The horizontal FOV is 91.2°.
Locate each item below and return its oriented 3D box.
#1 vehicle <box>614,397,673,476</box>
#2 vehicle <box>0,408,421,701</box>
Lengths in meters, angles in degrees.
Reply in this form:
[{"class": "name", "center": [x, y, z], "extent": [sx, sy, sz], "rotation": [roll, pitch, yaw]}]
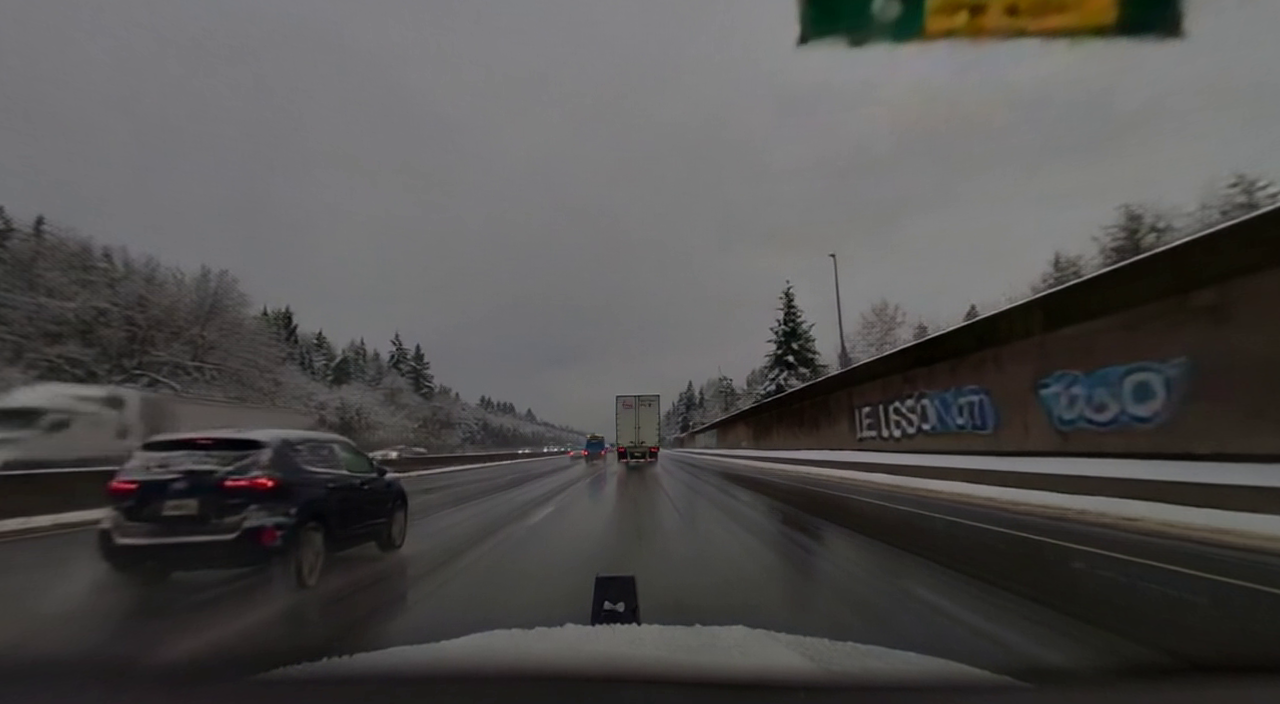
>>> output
[{"class": "vehicle", "center": [-0.002, 5.147, 37.635], "extent": [3.042, 4.023, 10.832], "rotation": [0, -9, -2]}, {"class": "vehicle", "center": [-3.713, 1.392, 5.410], "extent": [2.158, 1.538, 4.047], "rotation": [0, -9, 0]}]
